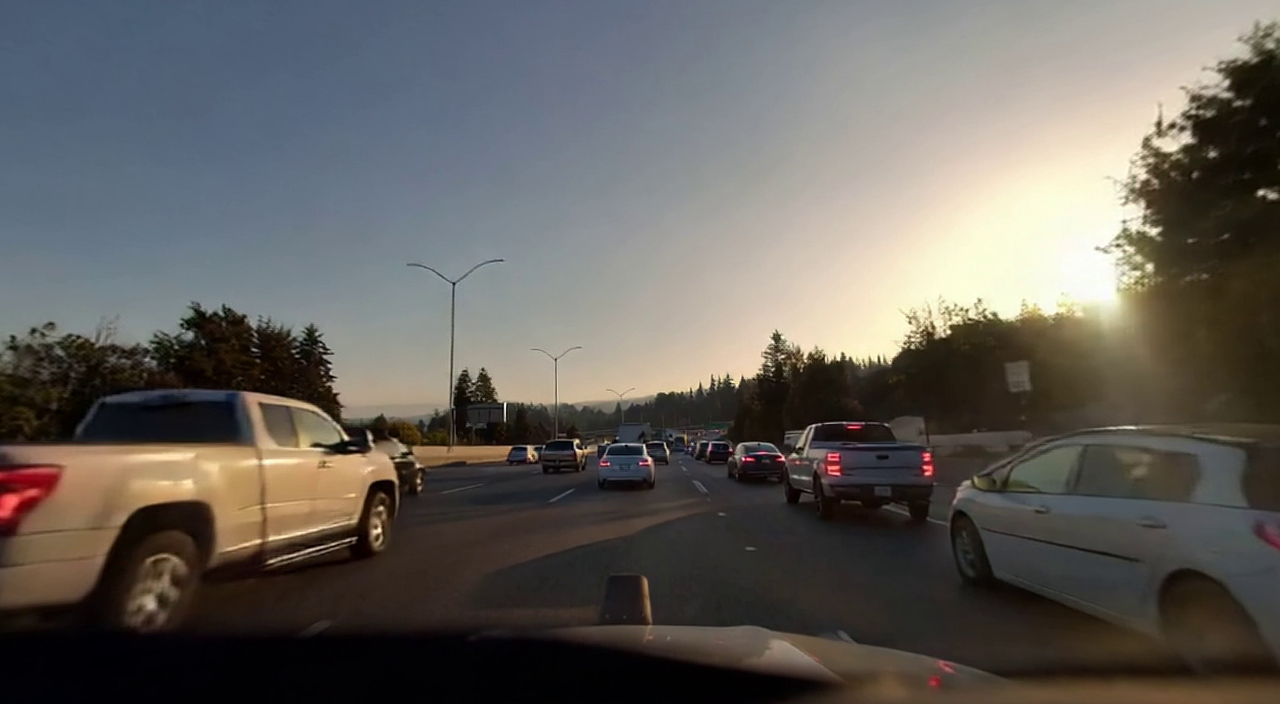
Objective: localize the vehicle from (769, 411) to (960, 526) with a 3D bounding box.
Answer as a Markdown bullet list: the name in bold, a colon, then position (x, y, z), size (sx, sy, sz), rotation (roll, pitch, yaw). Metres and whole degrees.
- **vehicle**: position (3.963, 2.151, 12.134), size (1.999, 1.777, 4.578), rotation (0, -8, 1)

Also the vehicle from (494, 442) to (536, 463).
- **vehicle**: position (-9.387, 7.596, 47.740), size (1.907, 1.508, 4.608), rotation (-1, -8, 5)

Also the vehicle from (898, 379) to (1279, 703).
- **vehicle**: position (3.710, 1.146, 4.304), size (1.984, 1.567, 4.475), rotation (0, -8, 0)

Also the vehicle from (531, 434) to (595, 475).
- **vehicle**: position (-3.594, 4.936, 30.636), size (2.110, 1.811, 5.585), rotation (-1, -8, 3)

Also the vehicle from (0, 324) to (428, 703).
- **vehicle**: position (-4.123, 1.202, 5.440), size (2.395, 1.892, 5.995), rotation (0, -8, 1)

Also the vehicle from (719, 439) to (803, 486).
- **vehicle**: position (4.160, 3.874, 22.569), size (1.907, 1.474, 4.840), rotation (0, -8, -2)

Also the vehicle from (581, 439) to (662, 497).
- **vehicle**: position (-0.409, 3.288, 18.247), size (2.070, 1.456, 4.029), rotation (0, -8, 2)
